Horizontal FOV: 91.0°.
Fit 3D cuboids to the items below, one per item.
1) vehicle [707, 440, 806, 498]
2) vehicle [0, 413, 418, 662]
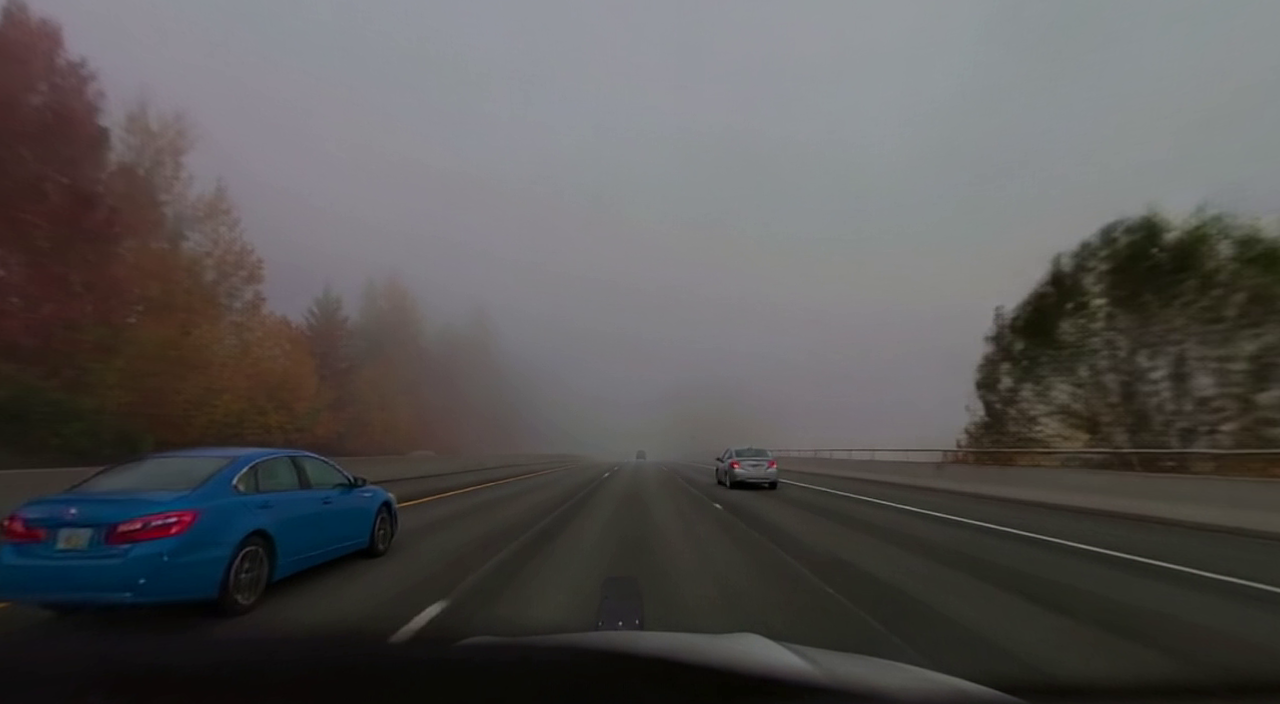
[{"bbox_3d":[3.483,3.609,19.831,2.146,1.573,4.661,0,-9,-1],"label":"vehicle"},{"bbox_3d":[-4.010,1.498,6.210,2.010,1.550,4.376,0,-9,0],"label":"vehicle"}]
